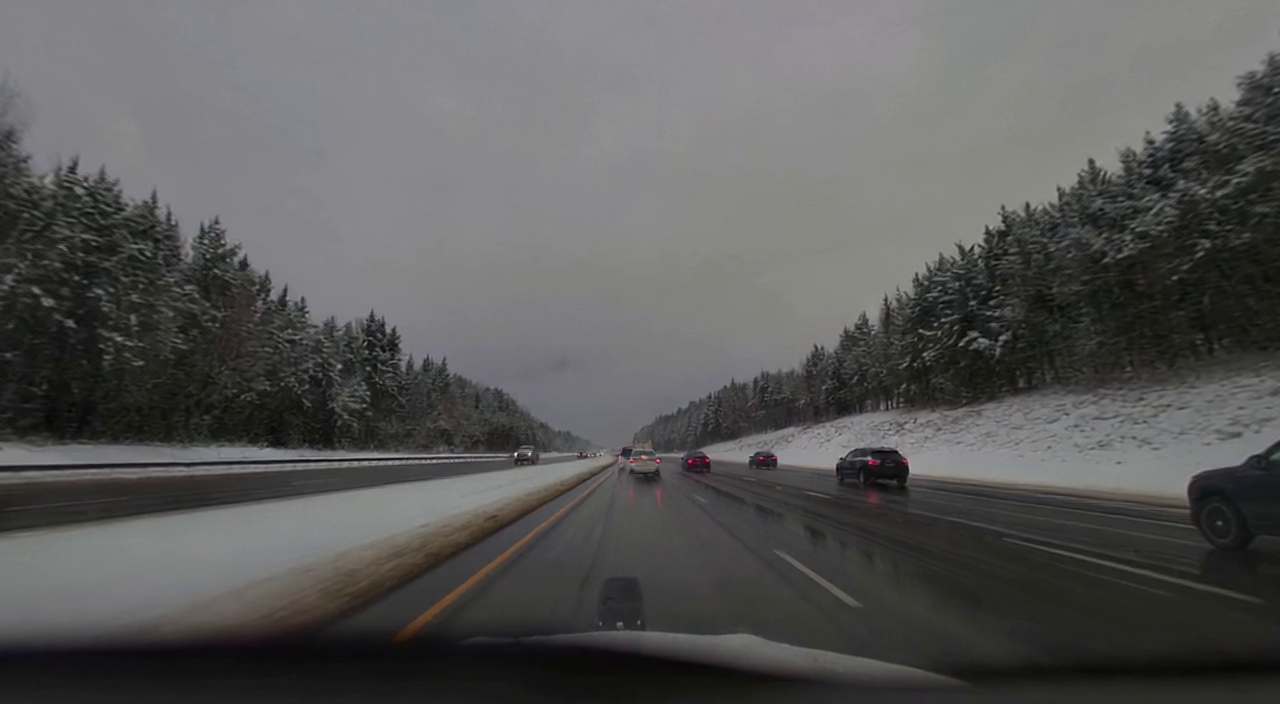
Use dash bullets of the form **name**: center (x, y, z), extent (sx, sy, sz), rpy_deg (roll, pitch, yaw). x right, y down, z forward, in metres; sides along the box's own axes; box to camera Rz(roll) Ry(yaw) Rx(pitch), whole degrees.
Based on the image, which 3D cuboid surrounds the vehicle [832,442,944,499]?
- **vehicle**: center (7.522, 3.609, 19.525), extent (1.847, 1.554, 3.752), rpy_deg (0, -9, -1)

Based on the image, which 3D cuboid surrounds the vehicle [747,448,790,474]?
- **vehicle**: center (8.363, 7.097, 41.347), extent (1.957, 1.594, 3.632), rpy_deg (0, -9, -2)

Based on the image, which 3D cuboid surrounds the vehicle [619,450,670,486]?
- **vehicle**: center (0.147, 4.914, 26.967), extent (2.020, 1.426, 3.702), rpy_deg (0, -9, -1)

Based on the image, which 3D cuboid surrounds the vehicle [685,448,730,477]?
- **vehicle**: center (3.815, 6.317, 36.285), extent (1.981, 1.518, 4.029), rpy_deg (0, -9, -2)
